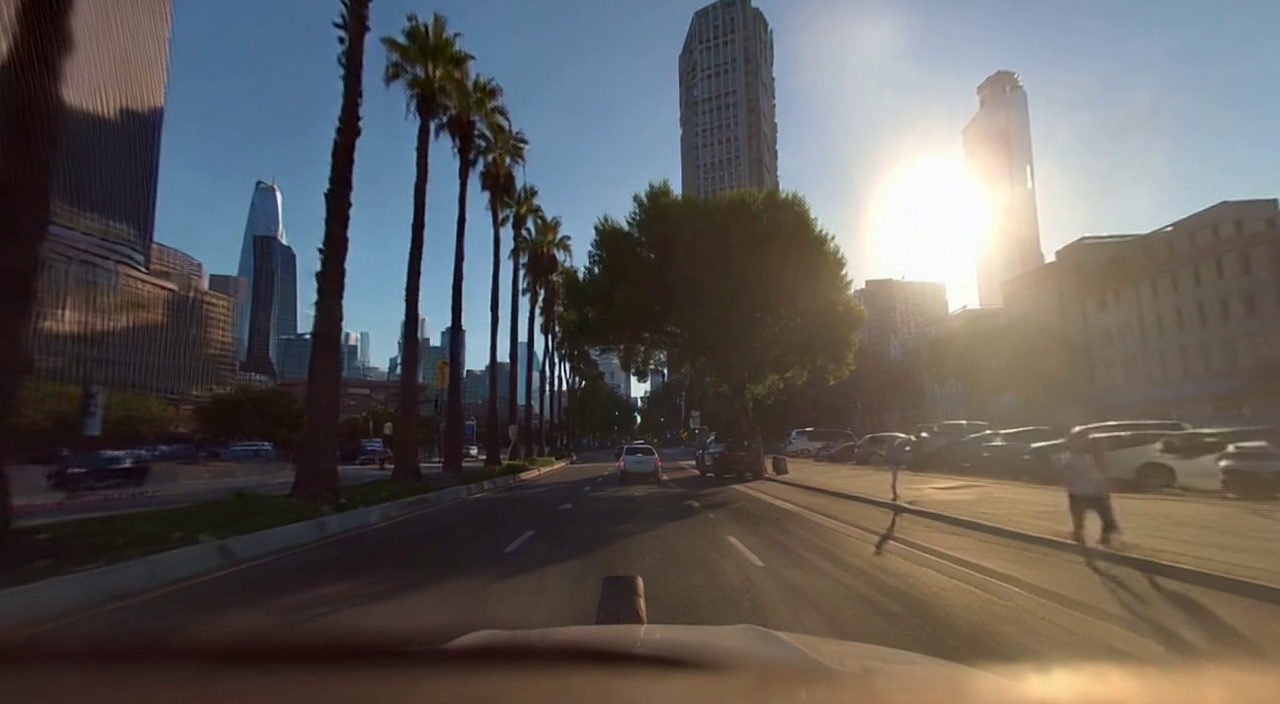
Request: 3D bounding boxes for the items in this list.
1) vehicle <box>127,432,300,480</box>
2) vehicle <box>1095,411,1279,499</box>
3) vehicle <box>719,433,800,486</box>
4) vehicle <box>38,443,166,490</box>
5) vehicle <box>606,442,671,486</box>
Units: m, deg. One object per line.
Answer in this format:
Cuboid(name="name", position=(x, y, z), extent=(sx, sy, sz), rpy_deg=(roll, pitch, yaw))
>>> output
Cuboid(name="vehicle", position=(-30.636, 7.571, 46.553), extent=(3.081, 3.048, 13.223), rpy_deg=(0, -8, 3))
Cuboid(name="vehicle", position=(12.690, 2.140, 13.200), extent=(4.556, 1.657, 2.242), rpy_deg=(0, -8, -3))
Cuboid(name="vehicle", position=(4.380, 4.033, 23.998), extent=(2.136, 1.774, 4.778), rpy_deg=(0, -8, 0))
Cuboid(name="vehicle", position=(-26.432, 5.646, 31.230), extent=(2.277, 2.133, 4.869), rpy_deg=(1, -10, -6))
Cuboid(name="vehicle", position=(-0.050, 4.158, 23.748), extent=(2.235, 1.528, 3.876), rpy_deg=(0, -8, 0))
